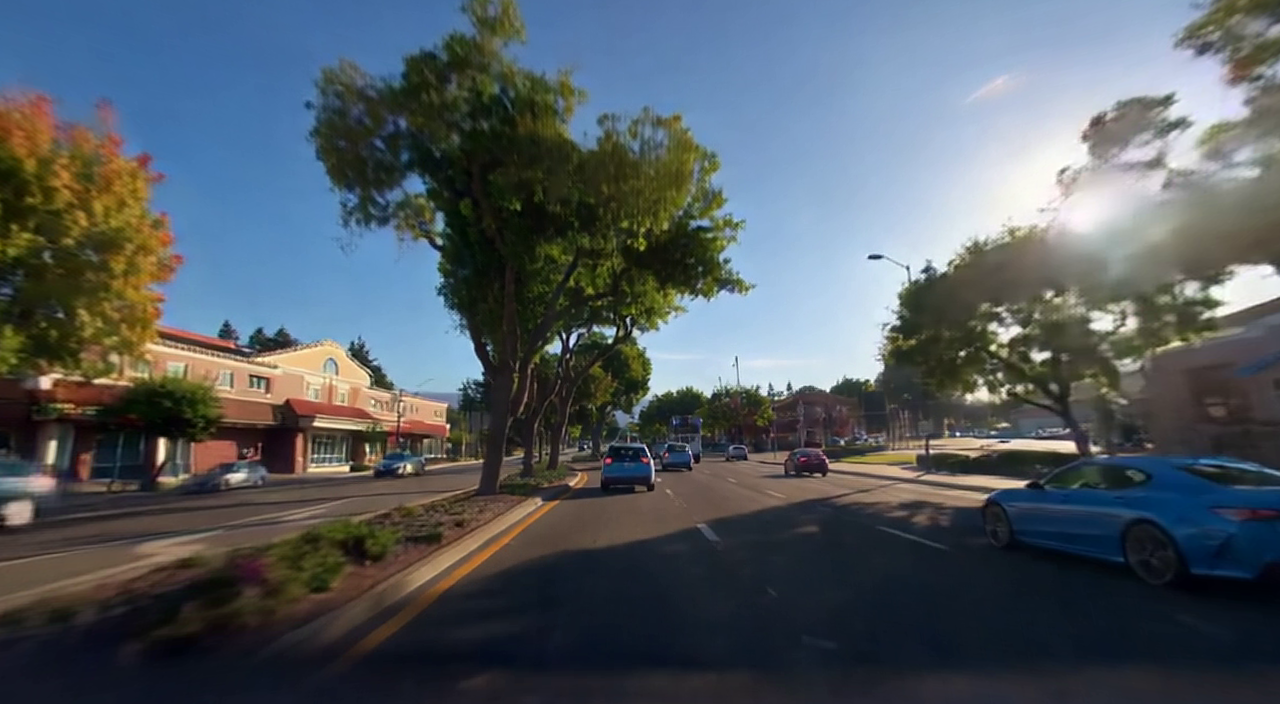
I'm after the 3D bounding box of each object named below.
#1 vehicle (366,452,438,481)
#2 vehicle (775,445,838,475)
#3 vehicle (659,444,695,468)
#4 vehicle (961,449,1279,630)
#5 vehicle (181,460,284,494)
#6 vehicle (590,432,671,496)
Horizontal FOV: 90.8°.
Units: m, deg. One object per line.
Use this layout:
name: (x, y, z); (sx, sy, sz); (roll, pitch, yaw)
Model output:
vehicle: (-13.341, 6.441, 35.822); (2.217, 1.519, 4.724); (0, -9, 0)
vehicle: (8.771, 5.751, 33.638); (2.045, 1.484, 4.342); (0, -9, -2)
vehicle: (2.411, 6.939, 42.195); (2.078, 1.471, 4.142); (0, -9, -2)
vehicle: (5.709, 1.709, 6.667); (2.258, 1.294, 4.312); (0, -9, -2)
vehicle: (-19.835, 6.088, 31.048); (1.879, 1.513, 4.466); (-1, -9, 4)
vehicle: (-0.302, 3.457, 19.716); (2.266, 1.762, 4.131); (0, -9, -1)
